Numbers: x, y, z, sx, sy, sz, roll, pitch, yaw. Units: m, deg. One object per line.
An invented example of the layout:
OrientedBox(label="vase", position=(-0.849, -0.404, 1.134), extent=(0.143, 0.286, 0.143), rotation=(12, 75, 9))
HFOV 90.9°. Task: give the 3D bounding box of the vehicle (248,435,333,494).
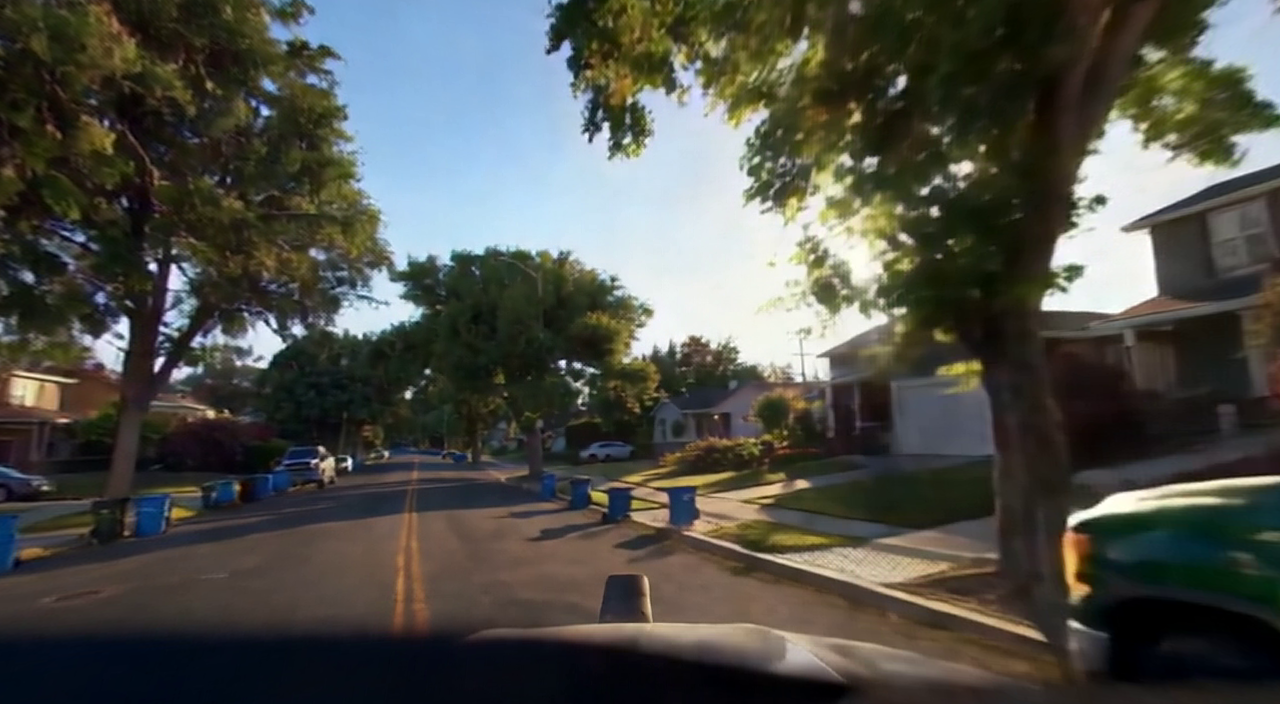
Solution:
OrientedBox(label="vehicle", position=(-16.191, 5.167, 29.572), extent=(2.223, 2.115, 5.707), rotation=(9, -8, -18))

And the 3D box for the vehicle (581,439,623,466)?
OrientedBox(label="vehicle", position=(-2.970, 7.657, 48.404), extent=(1.936, 1.687, 4.714), rotation=(-1, -6, -19))
